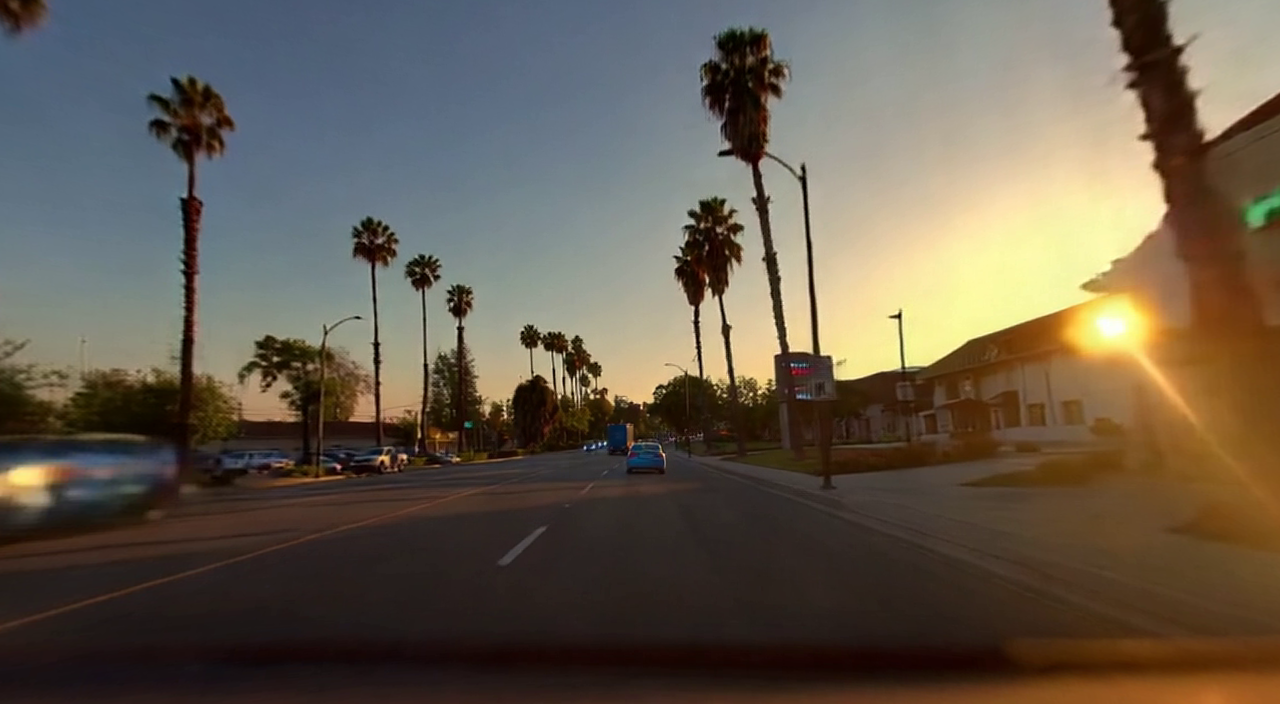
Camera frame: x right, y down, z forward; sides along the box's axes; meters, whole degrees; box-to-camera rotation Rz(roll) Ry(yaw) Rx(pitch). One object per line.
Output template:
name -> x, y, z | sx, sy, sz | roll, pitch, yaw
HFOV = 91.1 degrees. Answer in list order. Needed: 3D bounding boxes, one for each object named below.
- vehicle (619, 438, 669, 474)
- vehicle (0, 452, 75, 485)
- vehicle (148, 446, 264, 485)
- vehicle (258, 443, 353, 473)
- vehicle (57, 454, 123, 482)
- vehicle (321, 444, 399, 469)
vehicle -> 0.140, 4.741, 28.678 | 2.144, 1.514, 4.063 | 0, -9, -1
vehicle -> -35.167, 6.705, 36.437 | 4.646, 1.779, 2.085 | -5, -10, 31
vehicle -> -22.893, 5.968, 33.234 | 4.672, 1.665, 1.957 | -3, -7, -2
vehicle -> -22.151, 7.053, 41.747 | 4.961, 1.894, 2.256 | 0, -9, -1
vehicle -> -34.963, 7.324, 39.841 | 4.157, 1.639, 1.955 | -6, -10, 33
vehicle -> -21.413, 8.001, 48.203 | 4.979, 1.893, 2.084 | 0, -9, -2
